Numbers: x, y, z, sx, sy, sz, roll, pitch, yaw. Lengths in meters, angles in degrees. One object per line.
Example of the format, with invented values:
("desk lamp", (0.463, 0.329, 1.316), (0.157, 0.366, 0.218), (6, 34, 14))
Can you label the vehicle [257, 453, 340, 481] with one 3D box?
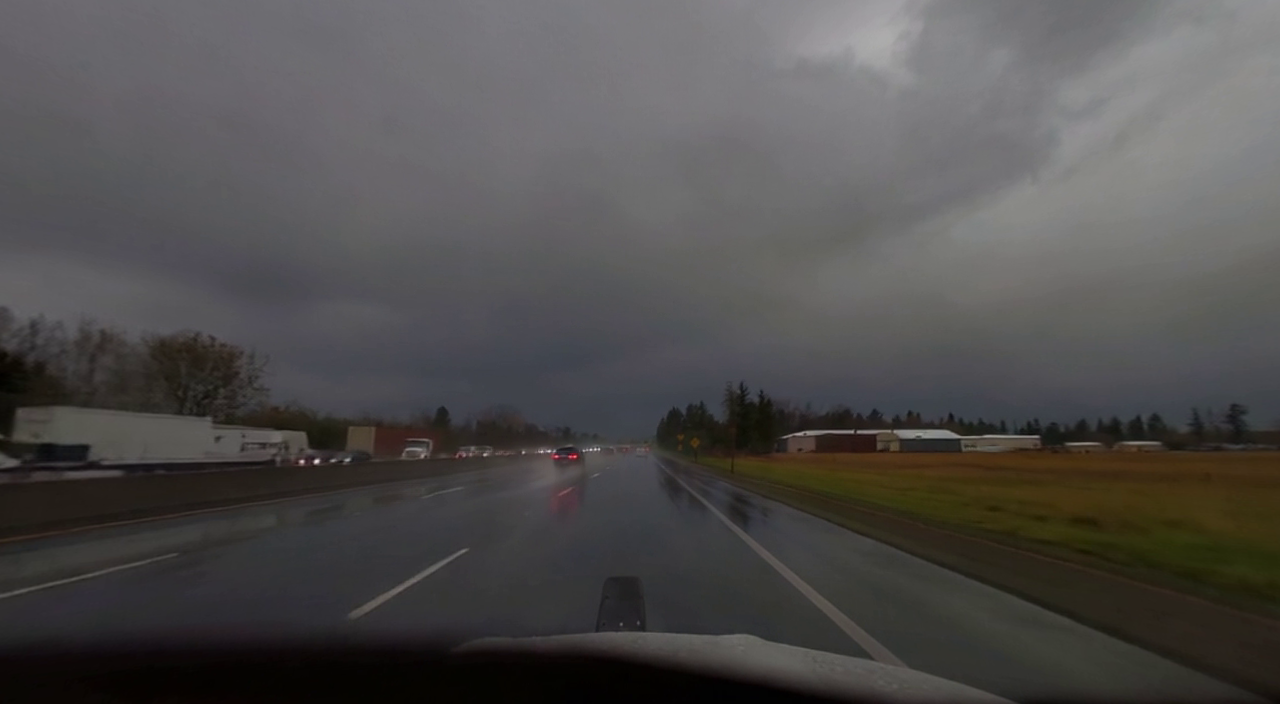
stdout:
("vehicle", (-19.296, 6.508, 35.923), (1.947, 1.459, 4.851), (0, -9, 1))

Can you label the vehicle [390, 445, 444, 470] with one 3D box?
("vehicle", (-15.729, 7.481, 44.816), (2.100, 1.678, 4.963), (0, -9, -1))

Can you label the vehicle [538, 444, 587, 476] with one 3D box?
("vehicle", (-3.931, 5.528, 32.541), (1.954, 1.541, 4.079), (0, -9, 1))

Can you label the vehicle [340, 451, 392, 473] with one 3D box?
("vehicle", (-19.305, 7.763, 44.644), (1.843, 1.437, 4.194), (0, -9, 0))
